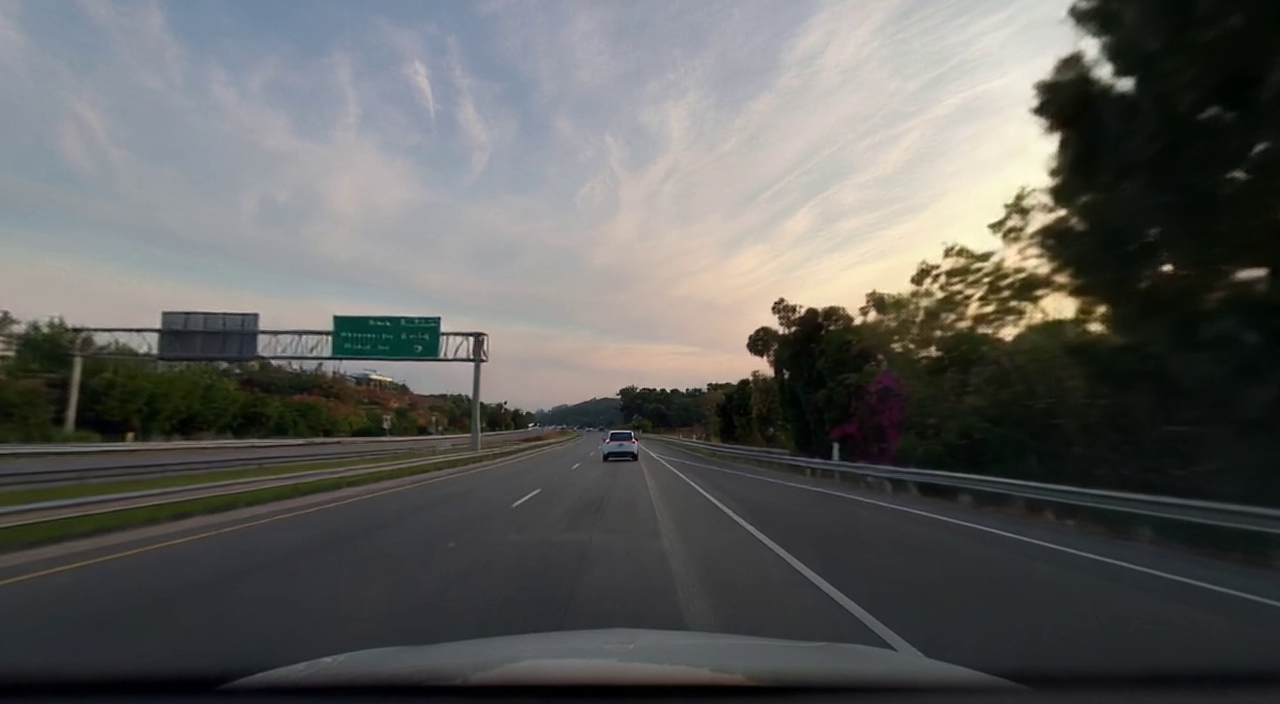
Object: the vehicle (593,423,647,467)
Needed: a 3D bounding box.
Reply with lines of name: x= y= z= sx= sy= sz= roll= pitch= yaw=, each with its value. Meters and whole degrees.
vehicle: x=-0.823 y=3.783 z=25.720 sx=2.020 sy=1.633 sz=3.942 roll=0 pitch=-8 yaw=-2
